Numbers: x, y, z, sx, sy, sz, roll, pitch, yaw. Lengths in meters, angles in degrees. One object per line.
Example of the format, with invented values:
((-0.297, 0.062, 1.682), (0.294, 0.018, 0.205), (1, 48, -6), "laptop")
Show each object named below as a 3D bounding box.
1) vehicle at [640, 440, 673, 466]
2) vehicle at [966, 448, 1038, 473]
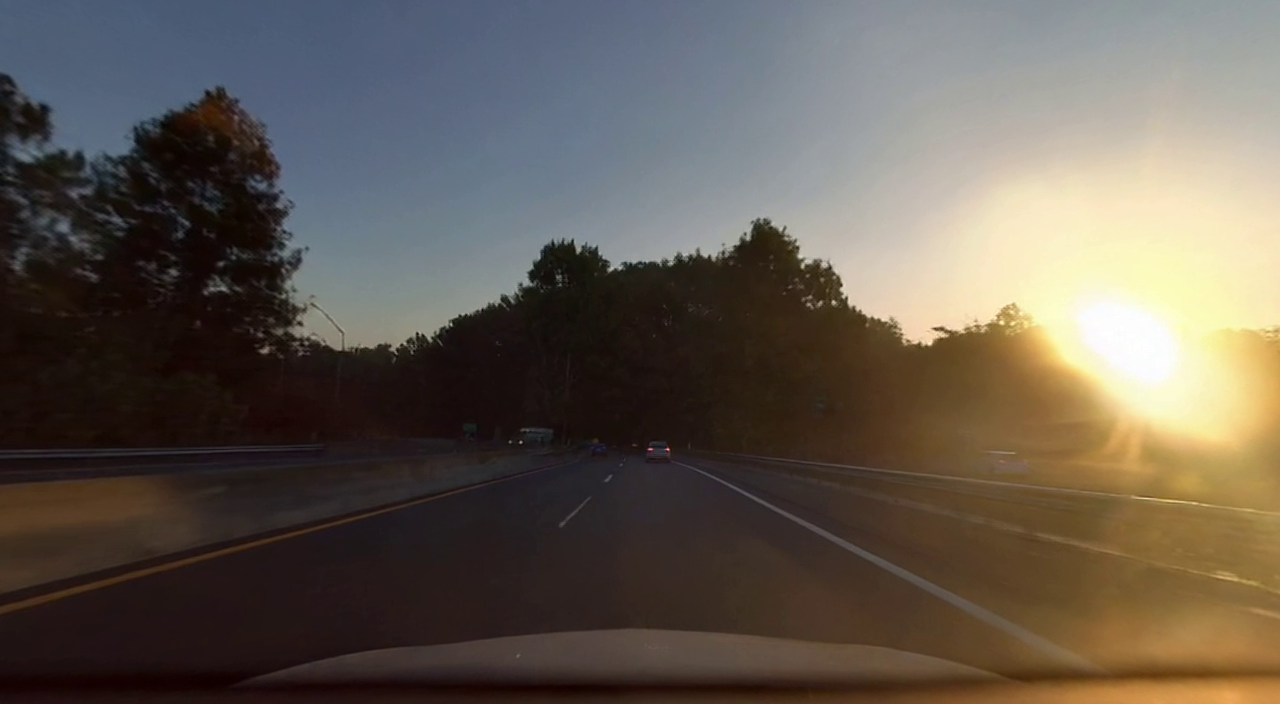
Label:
((0.990, 6.329, 39.601), (1.966, 1.542, 3.979), (0, -8, -1), "vehicle")
((24.916, 7.458, 43.446), (1.938, 1.534, 4.006), (2, -9, -16), "vehicle")
